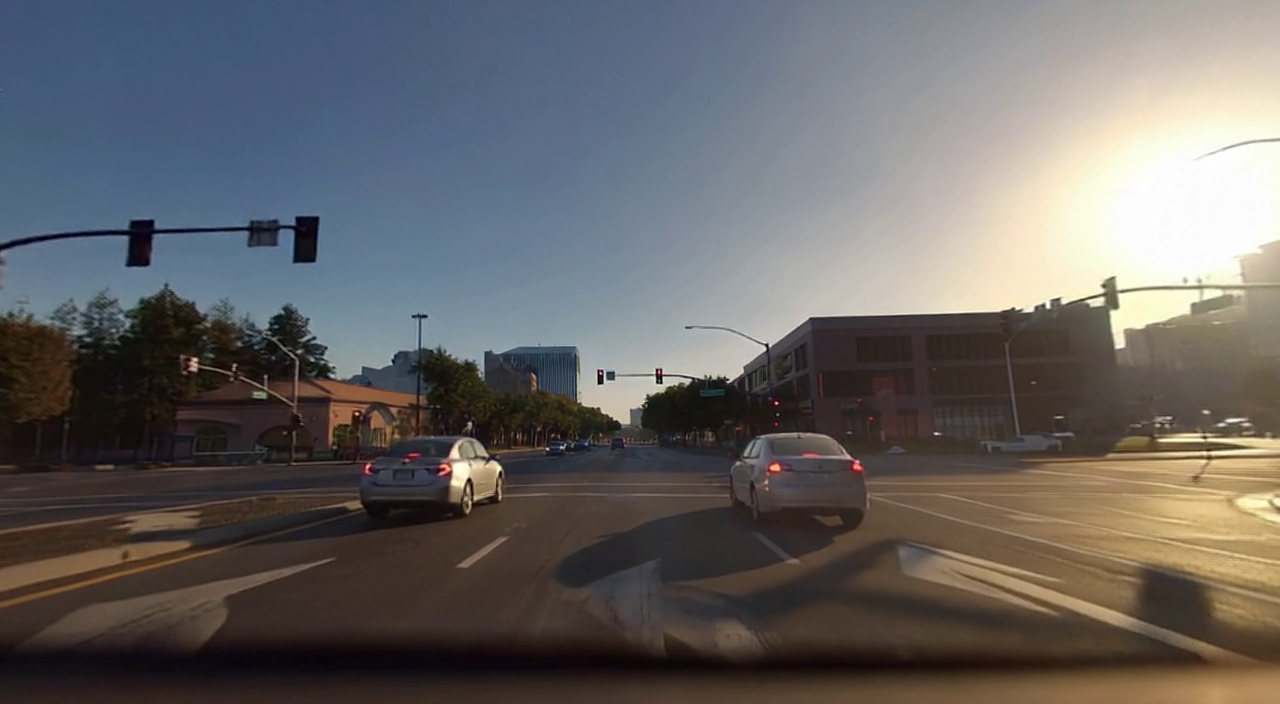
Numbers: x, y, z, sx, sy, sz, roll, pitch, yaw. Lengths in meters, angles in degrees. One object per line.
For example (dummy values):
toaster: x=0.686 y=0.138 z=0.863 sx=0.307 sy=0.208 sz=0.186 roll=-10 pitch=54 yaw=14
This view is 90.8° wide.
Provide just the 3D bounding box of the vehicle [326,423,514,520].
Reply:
vehicle: x=-3.934 y=2.227 z=12.286 sx=1.973 sy=1.526 sz=4.533 roll=0 pitch=-8 yaw=1

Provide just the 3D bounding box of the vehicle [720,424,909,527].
vehicle: x=2.919 y=2.207 z=11.873 sx=2.130 sy=1.524 sz=4.722 roll=0 pitch=-8 yaw=-1
